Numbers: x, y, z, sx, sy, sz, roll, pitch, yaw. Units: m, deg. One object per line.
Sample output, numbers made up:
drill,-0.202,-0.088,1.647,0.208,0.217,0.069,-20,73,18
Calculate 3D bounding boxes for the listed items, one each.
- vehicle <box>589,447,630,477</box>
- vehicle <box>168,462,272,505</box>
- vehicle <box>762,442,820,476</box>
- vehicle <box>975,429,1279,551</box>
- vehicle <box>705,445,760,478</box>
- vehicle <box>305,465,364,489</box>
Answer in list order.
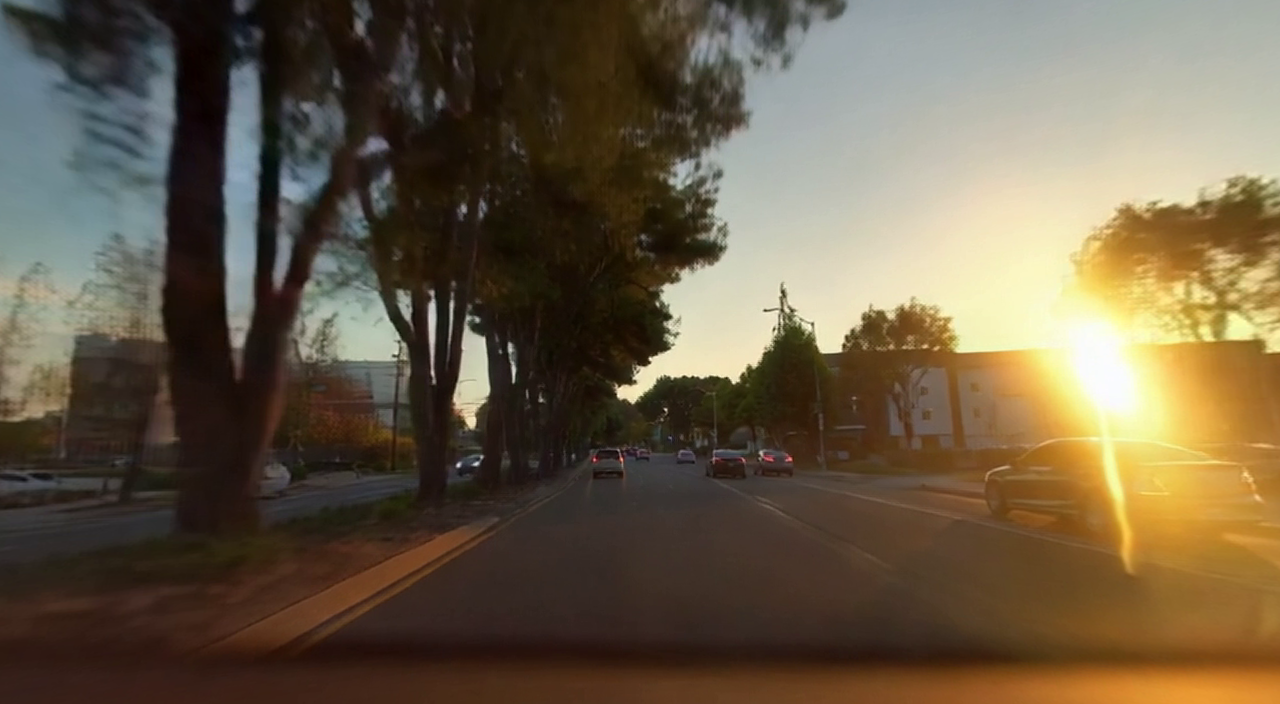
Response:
vehicle,-1.669,5.884,33.960,2.077,1.477,3.897,0,-8,-3
vehicle,-19.655,6.140,29.856,2.013,1.655,4.604,-2,-8,-4
vehicle,8.037,5.699,34.000,1.945,1.687,4.292,0,-8,-1
vehicle,7.704,2.078,10.306,1.888,1.508,4.646,0,-8,0
vehicle,4.375,5.234,30.498,2.020,1.472,3.958,0,-8,-1
vehicle,-19.960,8.156,41.401,1.769,1.344,3.947,-1,-8,2
